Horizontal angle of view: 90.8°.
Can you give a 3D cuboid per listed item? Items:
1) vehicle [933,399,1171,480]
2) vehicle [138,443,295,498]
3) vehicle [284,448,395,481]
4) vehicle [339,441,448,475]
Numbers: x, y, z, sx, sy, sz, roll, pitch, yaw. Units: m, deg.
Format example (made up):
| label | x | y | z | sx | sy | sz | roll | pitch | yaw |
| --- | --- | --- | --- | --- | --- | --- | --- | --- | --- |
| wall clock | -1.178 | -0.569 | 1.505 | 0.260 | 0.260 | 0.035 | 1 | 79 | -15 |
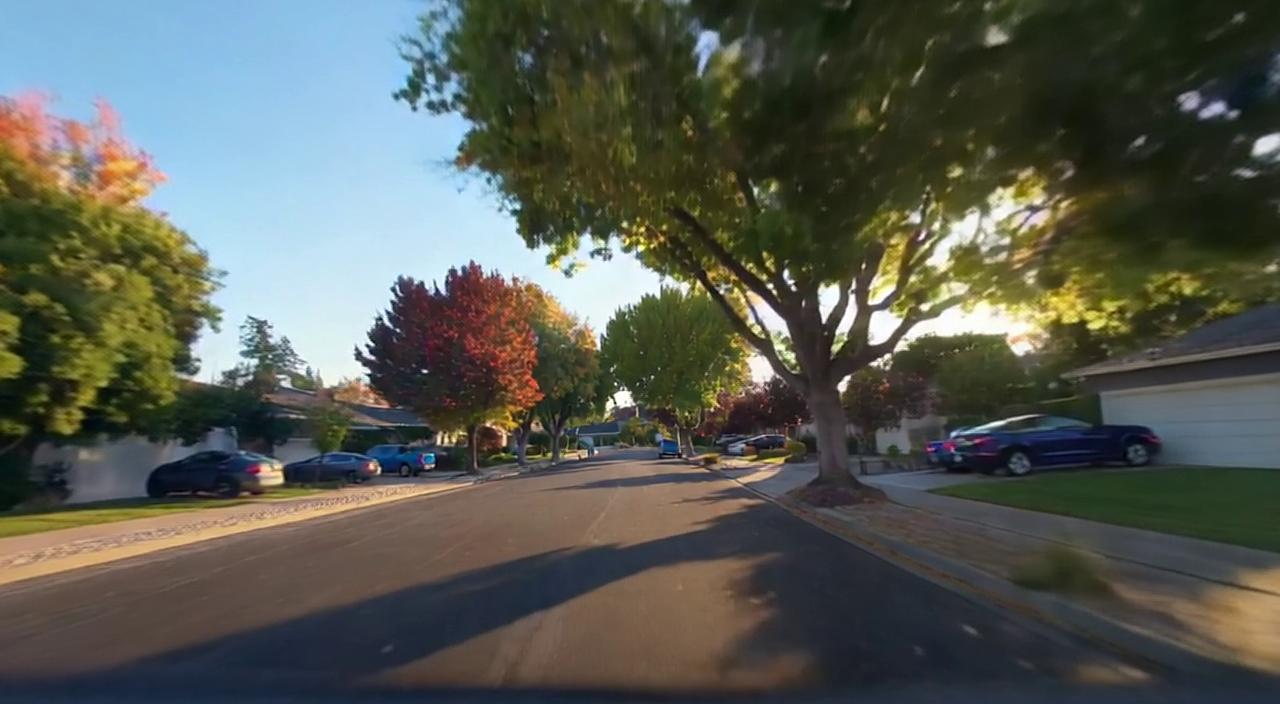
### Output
| label | x | y | z | sx | sy | sz | roll | pitch | yaw |
| --- | --- | --- | --- | --- | --- | --- | --- | --- | --- |
| vehicle | 10.636 | 2.329 | 16.690 | 4.582 | 1.680 | 2.223 | -4 | -9 | 3 |
| vehicle | -13.891 | 3.872 | 21.042 | 1.982 | 1.596 | 3.988 | -2 | -9 | 12 |
| vehicle | -14.243 | 5.334 | 30.144 | 4.285 | 1.483 | 1.954 | 0 | -9 | 0 |
| vehicle | -13.993 | 6.036 | 36.065 | 5.286 | 1.847 | 2.166 | 0 | -9 | 1 |
